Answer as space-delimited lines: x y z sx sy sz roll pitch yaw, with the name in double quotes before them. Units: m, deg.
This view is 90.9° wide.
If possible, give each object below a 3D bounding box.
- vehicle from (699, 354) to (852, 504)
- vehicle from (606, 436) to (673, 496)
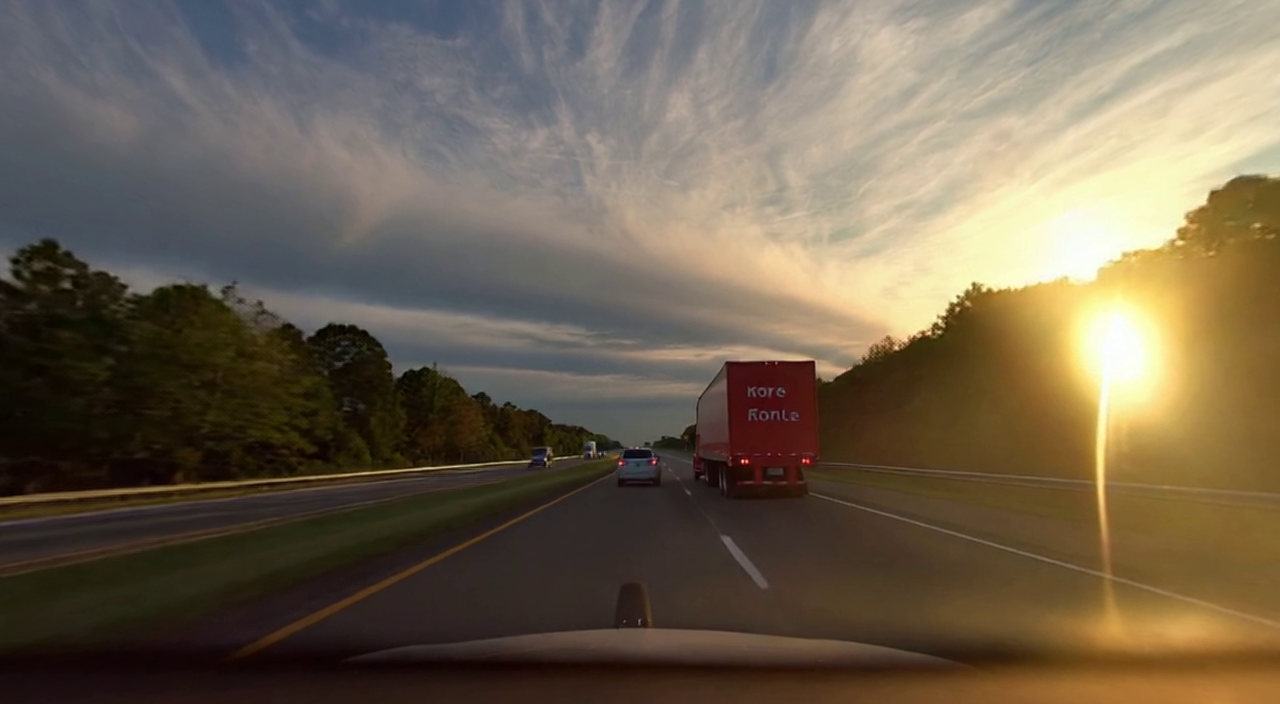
"vehicle" 4.155 2.993 23.061 3.030 3.985 12.707 0 -9 1
"vehicle" 0.041 3.903 21.953 2.105 1.865 4.102 0 -9 2
